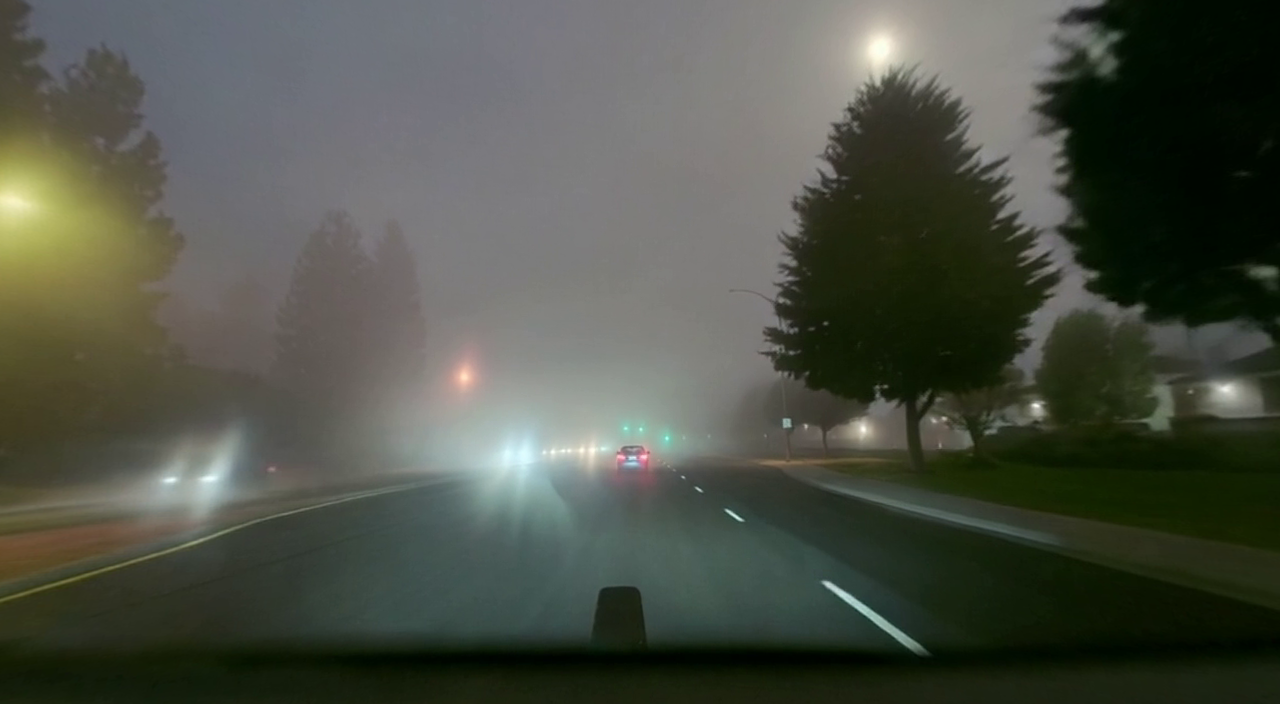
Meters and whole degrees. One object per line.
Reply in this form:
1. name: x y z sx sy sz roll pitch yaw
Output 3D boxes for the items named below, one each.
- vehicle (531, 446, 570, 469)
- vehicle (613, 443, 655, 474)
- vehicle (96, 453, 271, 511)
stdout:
1. vehicle: -6.039 7.172 42.918 2.014 1.472 4.357 0 -9 0
2. vehicle: -0.248 5.667 33.706 2.106 1.517 4.375 0 -9 1
3. vehicle: -13.772 3.911 19.435 1.949 1.517 4.459 0 -9 1
